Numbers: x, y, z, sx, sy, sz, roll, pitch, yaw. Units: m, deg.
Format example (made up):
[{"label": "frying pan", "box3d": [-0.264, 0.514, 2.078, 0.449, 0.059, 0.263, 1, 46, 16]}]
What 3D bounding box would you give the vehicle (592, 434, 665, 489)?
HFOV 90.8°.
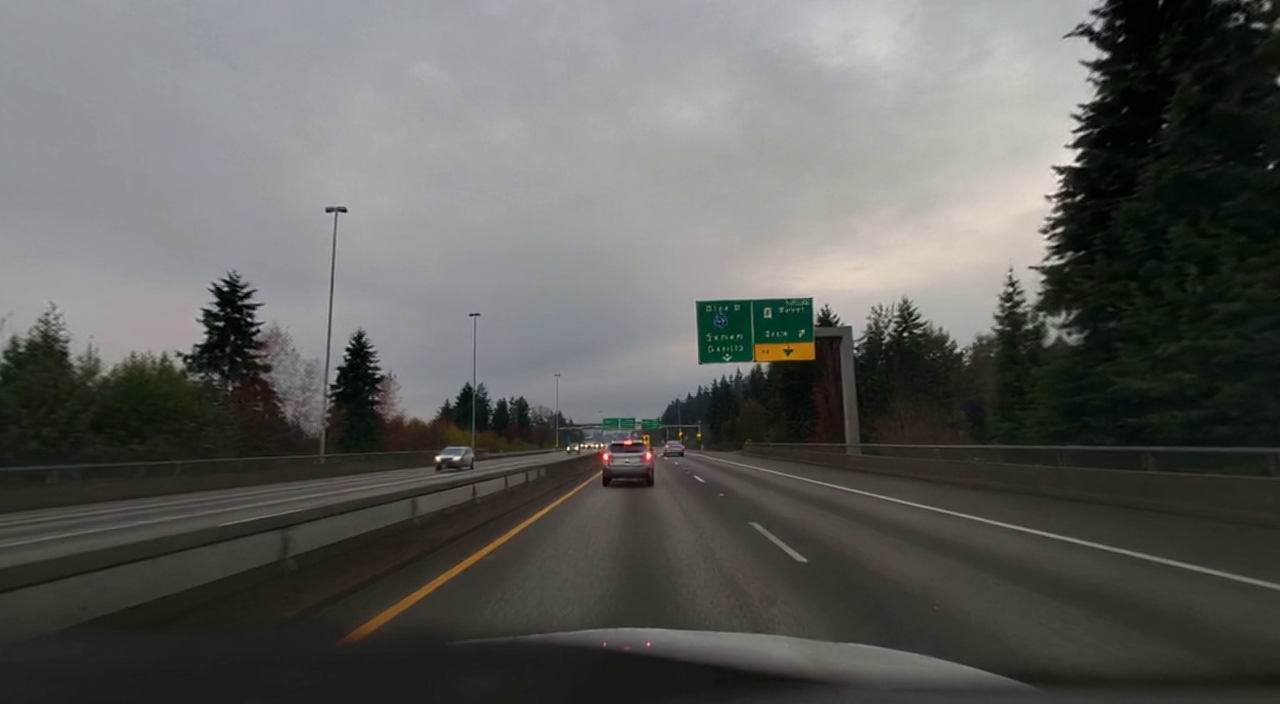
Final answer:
[{"label": "vehicle", "box3d": [-0.302, 3.296, 19.259, 2.003, 1.490, 3.636, 0, -8, 0]}]
